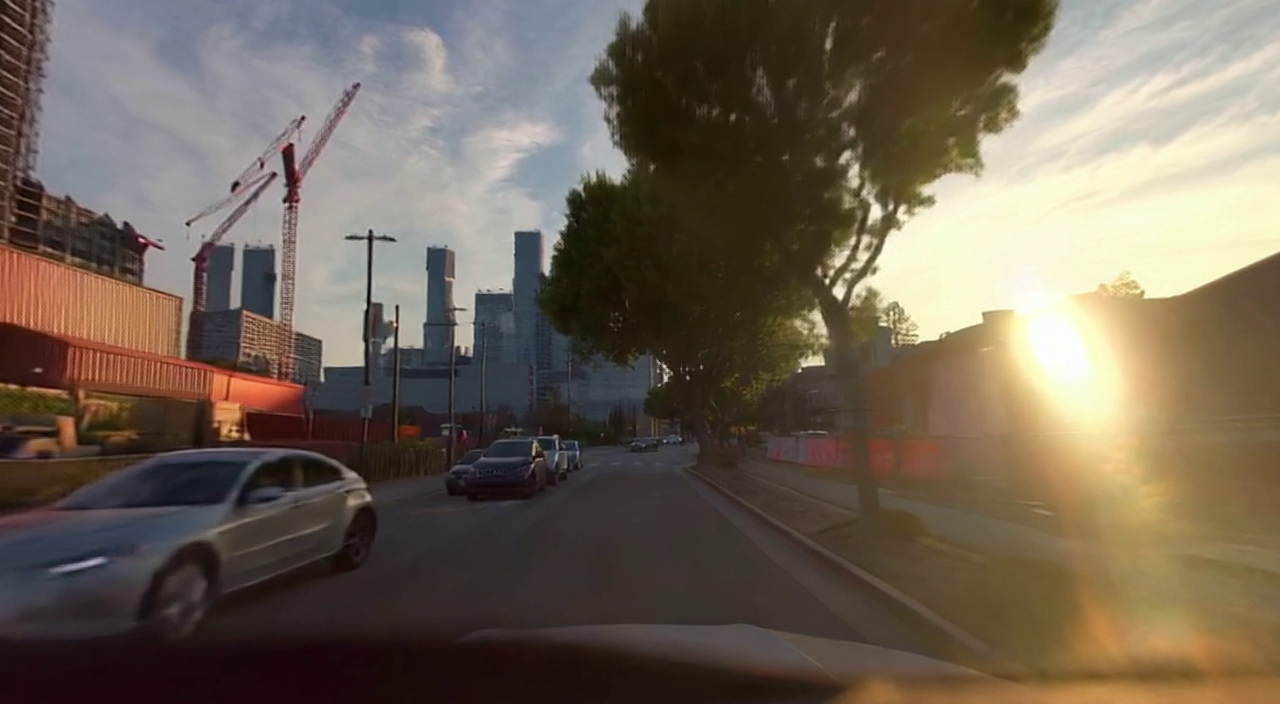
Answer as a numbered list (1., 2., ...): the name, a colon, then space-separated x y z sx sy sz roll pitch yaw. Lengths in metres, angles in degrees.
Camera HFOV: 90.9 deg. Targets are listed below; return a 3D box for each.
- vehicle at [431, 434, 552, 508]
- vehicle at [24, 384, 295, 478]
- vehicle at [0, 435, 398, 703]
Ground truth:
1. vehicle: -3.627 2.954 16.213 1.980 1.635 4.153 -1 -8 2
2. vehicle: -13.505 2.290 17.971 6.039 2.449 2.273 -1 -8 6
3. vehicle: -3.941 1.471 5.404 1.948 1.460 4.394 -1 -8 1
